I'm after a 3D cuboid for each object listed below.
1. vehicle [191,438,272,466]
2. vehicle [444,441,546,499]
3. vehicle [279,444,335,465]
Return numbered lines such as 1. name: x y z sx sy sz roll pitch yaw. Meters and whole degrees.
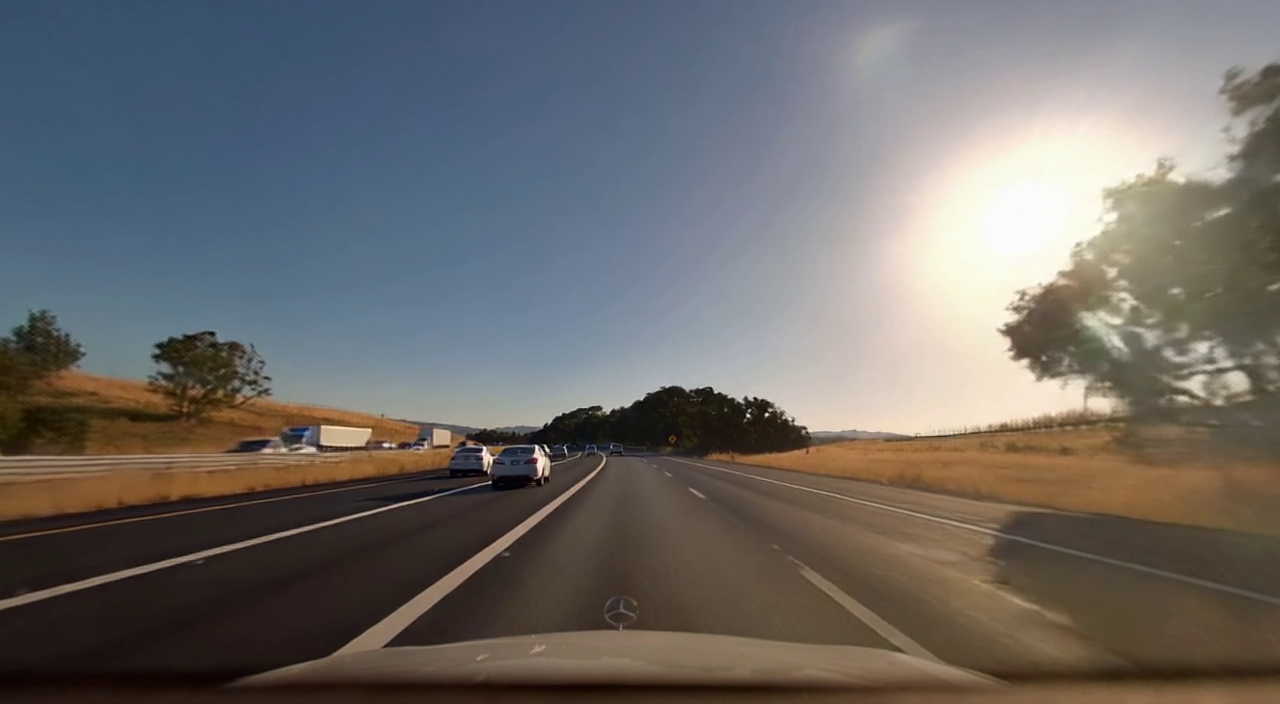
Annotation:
1. vehicle: -29.883 7.358 46.535 2.176 1.868 5.849 0 -9 -2
2. vehicle: -4.236 3.516 19.272 2.073 1.516 4.478 -1 -9 0
3. vehicle: -25.351 7.841 48.312 1.840 1.483 4.590 0 -9 -1
